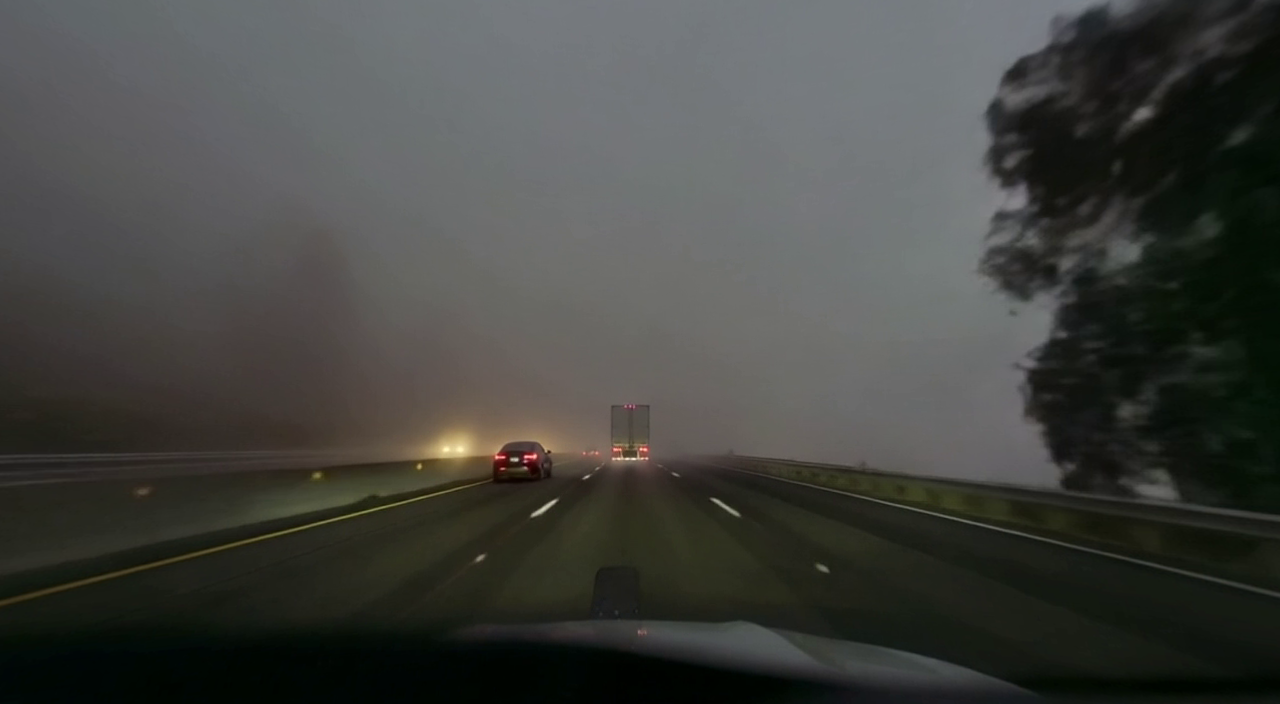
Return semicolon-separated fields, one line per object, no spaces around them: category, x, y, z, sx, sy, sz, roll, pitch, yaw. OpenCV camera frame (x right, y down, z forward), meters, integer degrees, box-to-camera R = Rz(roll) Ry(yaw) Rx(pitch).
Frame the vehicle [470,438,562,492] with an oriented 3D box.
vehicle;-3.878;3.628;20.432;2.057;1.519;4.372;0;-9;1

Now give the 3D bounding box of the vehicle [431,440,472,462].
vehicle;-13.737;7.266;45.917;1.815;1.494;4.002;0;-9;0
